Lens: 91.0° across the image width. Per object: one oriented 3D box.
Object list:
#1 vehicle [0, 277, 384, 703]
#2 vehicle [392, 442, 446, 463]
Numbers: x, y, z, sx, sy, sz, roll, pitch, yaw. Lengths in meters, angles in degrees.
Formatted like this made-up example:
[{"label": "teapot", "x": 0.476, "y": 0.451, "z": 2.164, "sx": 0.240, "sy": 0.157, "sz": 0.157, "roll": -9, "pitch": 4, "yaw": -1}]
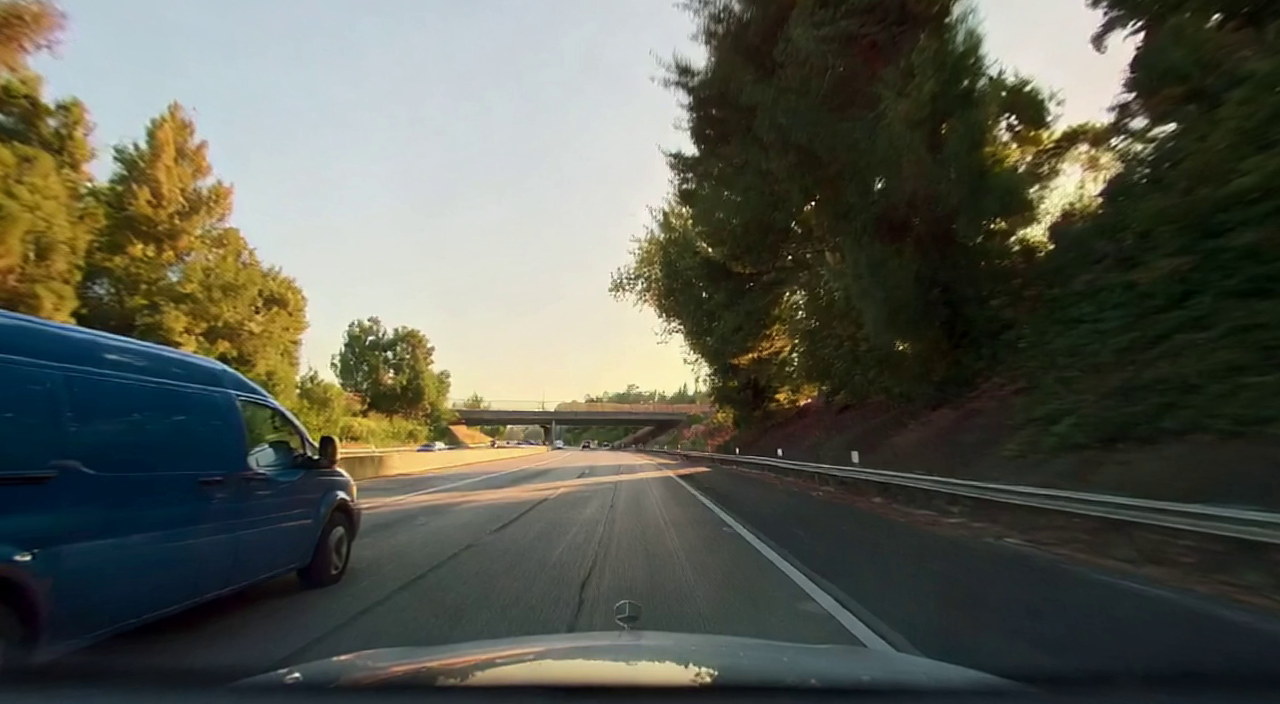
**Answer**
[{"label": "vehicle", "x": -3.593, "y": 0.801, "z": 3.213, "sx": 2.372, "sy": 1.891, "sz": 5.061, "roll": 0, "pitch": -8, "yaw": 1}, {"label": "vehicle", "x": -13.816, "y": 6.280, "z": 39.612, "sx": 2.053, "sy": 1.233, "sz": 4.093, "roll": 0, "pitch": -8, "yaw": -1}]
